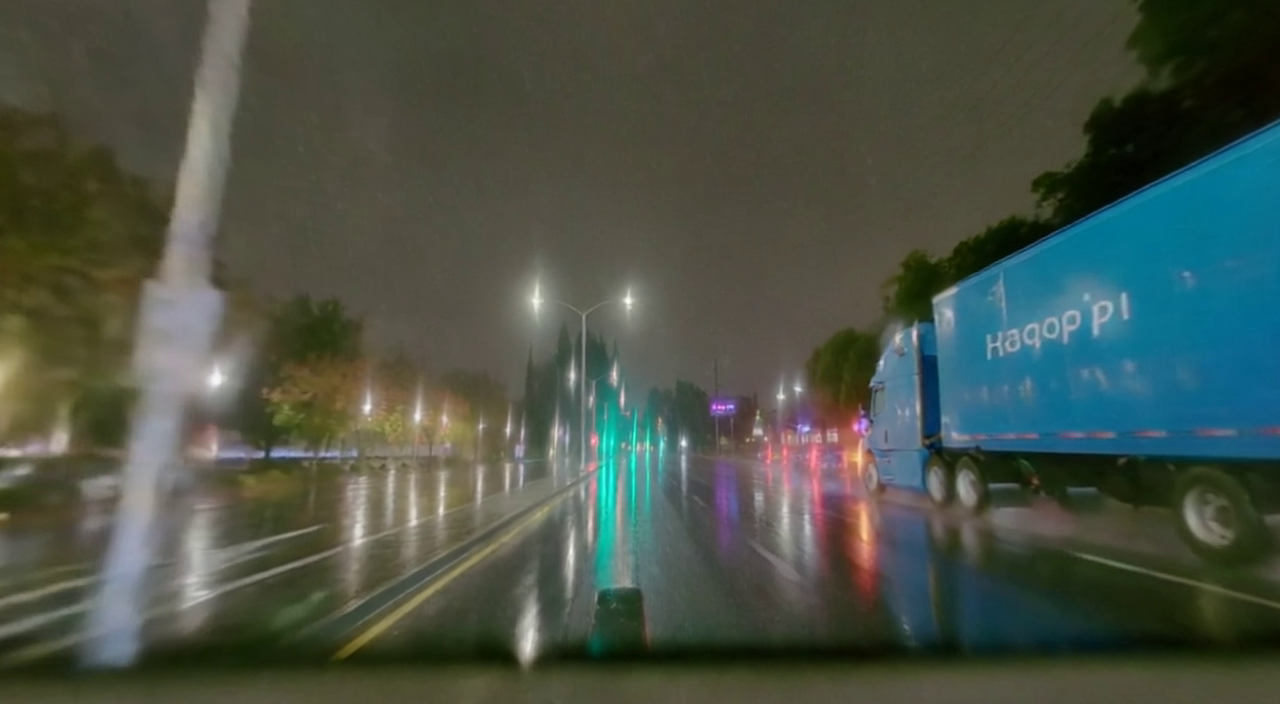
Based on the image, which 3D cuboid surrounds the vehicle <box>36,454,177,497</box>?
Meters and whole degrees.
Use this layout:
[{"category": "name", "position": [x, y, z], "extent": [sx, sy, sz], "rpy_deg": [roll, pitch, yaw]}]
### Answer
[{"category": "vehicle", "position": [-25.366, 5.849, 30.269], "extent": [4.900, 1.808, 2.103], "rpy_deg": [7, -11, -39]}]

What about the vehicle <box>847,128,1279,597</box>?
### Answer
[{"category": "vehicle", "position": [6.730, 0.740, 9.567], "extent": [3.120, 3.794, 11.510], "rpy_deg": [0, -8, -1]}]

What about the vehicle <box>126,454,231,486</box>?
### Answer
[{"category": "vehicle", "position": [-28.057, 7.136, 38.587], "extent": [4.923, 1.725, 2.088], "rpy_deg": [6, -10, -34]}]
